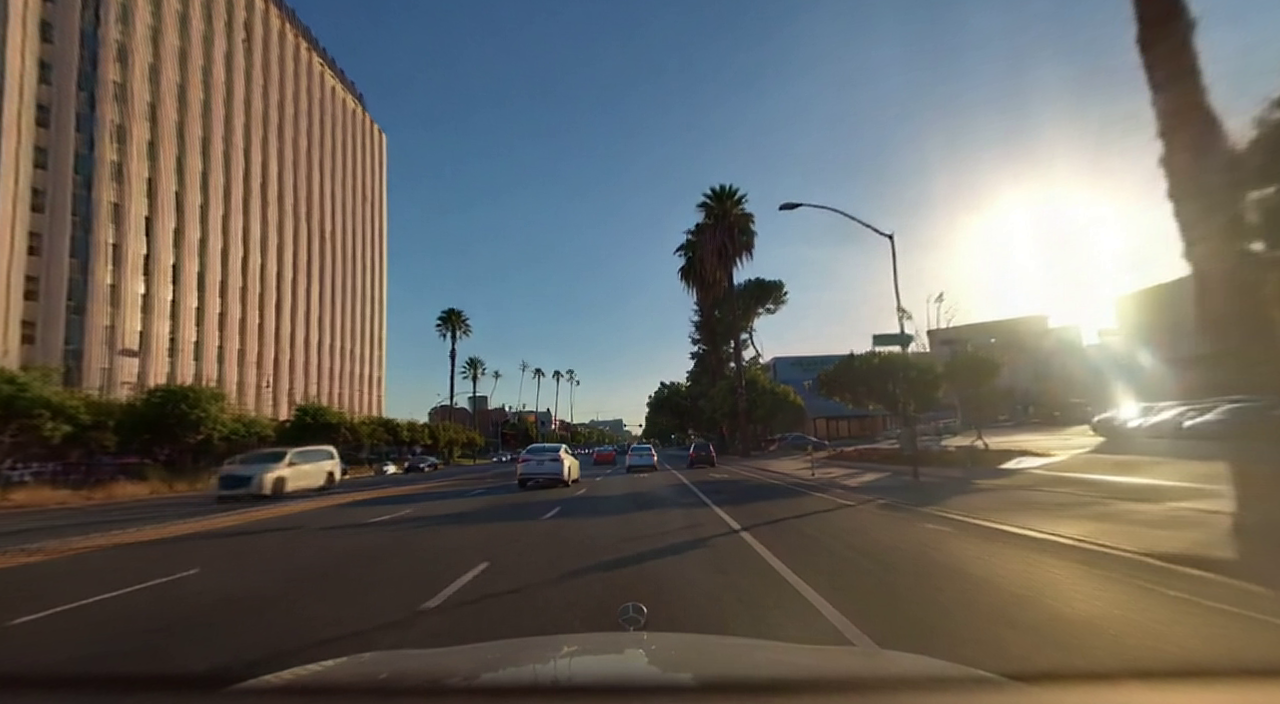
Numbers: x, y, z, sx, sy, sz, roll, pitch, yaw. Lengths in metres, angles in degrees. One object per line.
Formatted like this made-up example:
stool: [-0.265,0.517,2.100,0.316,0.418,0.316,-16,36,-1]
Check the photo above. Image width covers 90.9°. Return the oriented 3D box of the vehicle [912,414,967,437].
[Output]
vehicle: [23.715,5.883,49.901,4.448,1.701,1.954,6,-10,-36]

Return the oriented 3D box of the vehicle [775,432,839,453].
vehicle: [12.910,6.974,48.698,4.749,1.457,1.806,3,-11,-28]

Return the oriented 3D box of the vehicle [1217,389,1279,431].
vehicle: [24.277,2.315,24.508,1.815,1.441,3.985,-6,-10,30]

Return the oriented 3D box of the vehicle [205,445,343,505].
vehicle: [-11.630,3.882,20.431,1.886,1.706,4.209,0,-8,1]

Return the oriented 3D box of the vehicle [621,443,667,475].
vehicle: [0.192,5.375,31.988,2.147,1.507,3.953,0,-8,0]

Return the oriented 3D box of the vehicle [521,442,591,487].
vehicle: [-3.000,4.133,23.516,1.908,1.505,4.369,-1,-8,2]

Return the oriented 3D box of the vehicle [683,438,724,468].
vehicle: [4.012,6.507,40.715,2.108,1.785,4.334,0,-8,-1]

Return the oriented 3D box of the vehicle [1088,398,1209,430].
vehicle: [27.738,3.458,34.554,1.663,1.499,4.774,5,-10,-31]
